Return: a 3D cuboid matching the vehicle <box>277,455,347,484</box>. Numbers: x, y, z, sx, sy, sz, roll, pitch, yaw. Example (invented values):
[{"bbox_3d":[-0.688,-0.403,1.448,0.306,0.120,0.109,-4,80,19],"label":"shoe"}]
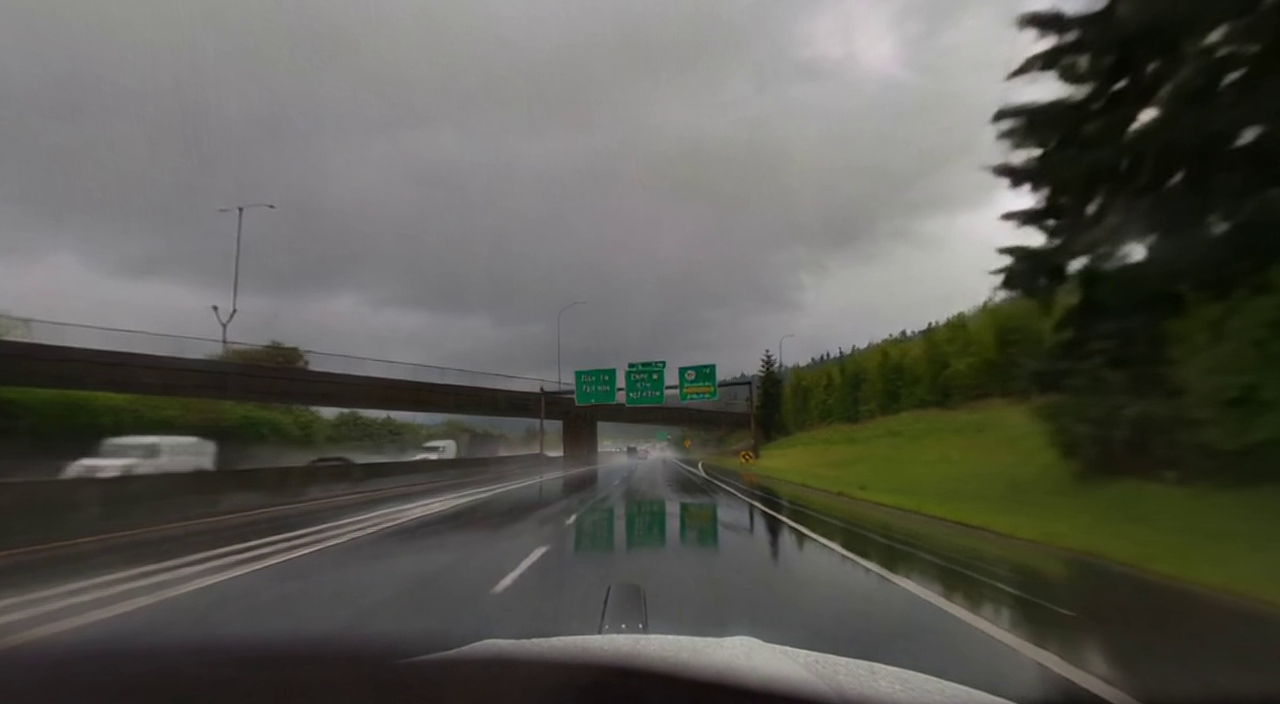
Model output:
[{"bbox_3d":[-18.232,6.534,35.225,1.756,1.438,3.866,0,-9,1],"label":"vehicle"}]
